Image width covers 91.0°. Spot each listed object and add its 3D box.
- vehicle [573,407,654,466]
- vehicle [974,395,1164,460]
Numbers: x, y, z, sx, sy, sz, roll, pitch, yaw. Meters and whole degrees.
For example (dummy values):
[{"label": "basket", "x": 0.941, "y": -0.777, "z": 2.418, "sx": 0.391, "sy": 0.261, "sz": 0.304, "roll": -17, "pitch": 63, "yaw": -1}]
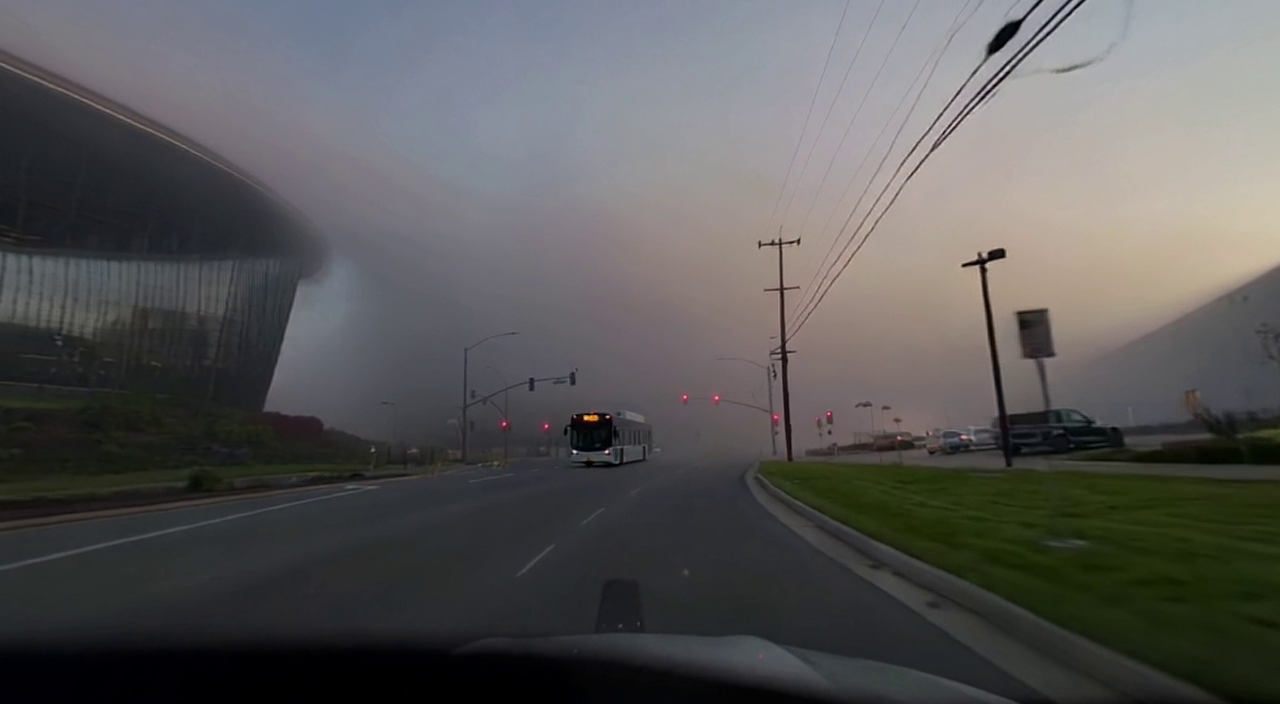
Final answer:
[{"label": "vehicle", "x": -1.542, "y": 6.560, "z": 48.023, "sx": 3.148, "sy": 3.729, "sz": 14.894, "roll": -1, "pitch": -9, "yaw": 9}, {"label": "vehicle", "x": 14.475, "y": 2.644, "z": 21.588, "sx": 4.647, "sy": 1.951, "sz": 2.304, "roll": -3, "pitch": -9, "yaw": 6}]
